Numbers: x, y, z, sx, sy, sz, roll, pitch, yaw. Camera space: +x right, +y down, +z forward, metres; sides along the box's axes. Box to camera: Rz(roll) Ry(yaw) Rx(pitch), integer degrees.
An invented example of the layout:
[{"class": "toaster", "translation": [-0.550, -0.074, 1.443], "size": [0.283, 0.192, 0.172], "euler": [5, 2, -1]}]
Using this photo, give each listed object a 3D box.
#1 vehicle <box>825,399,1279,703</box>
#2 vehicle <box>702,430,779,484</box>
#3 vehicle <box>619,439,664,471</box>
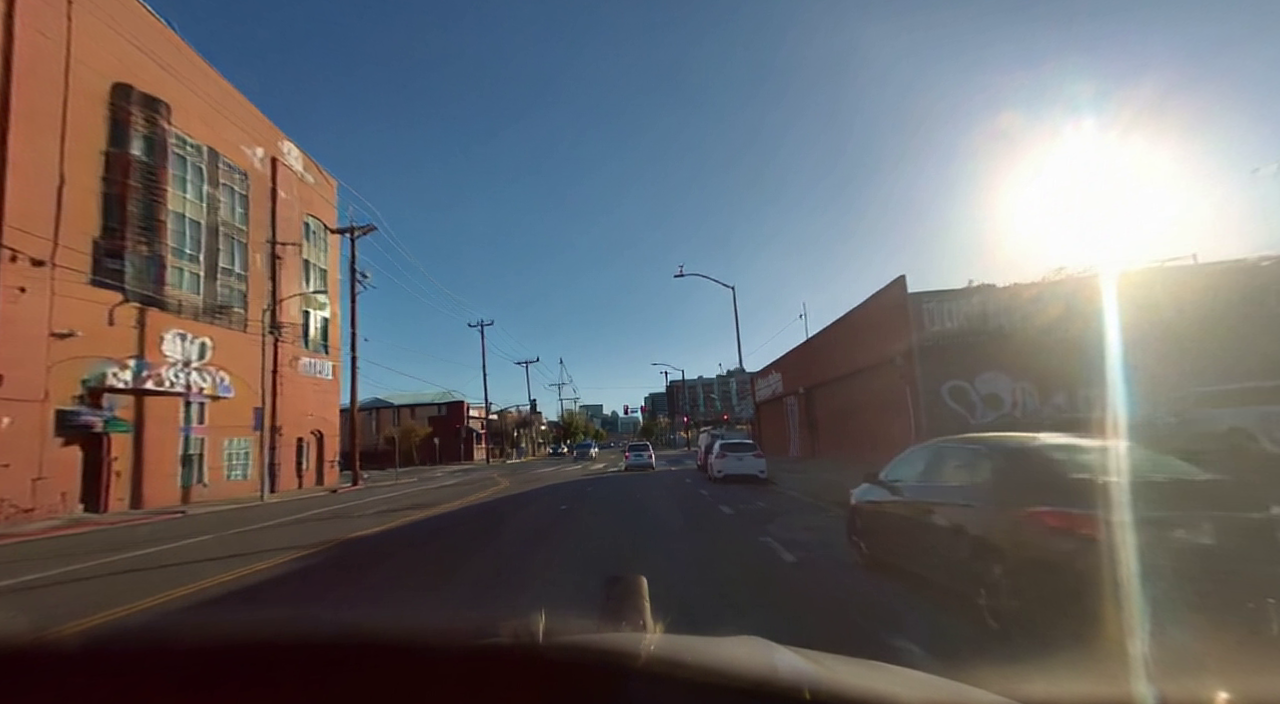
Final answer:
[{"class": "vehicle", "translation": [3.163, 1.307, 5.122], "size": [2.062, 1.535, 4.206], "euler": [0, -8, 1]}, {"class": "vehicle", "translation": [3.444, 3.706, 22.371], "size": [1.938, 1.714, 4.402], "euler": [0, -8, 0]}, {"class": "vehicle", "translation": [0.089, 5.228, 32.170], "size": [2.153, 1.505, 4.452], "euler": [0, -8, 0]}]
